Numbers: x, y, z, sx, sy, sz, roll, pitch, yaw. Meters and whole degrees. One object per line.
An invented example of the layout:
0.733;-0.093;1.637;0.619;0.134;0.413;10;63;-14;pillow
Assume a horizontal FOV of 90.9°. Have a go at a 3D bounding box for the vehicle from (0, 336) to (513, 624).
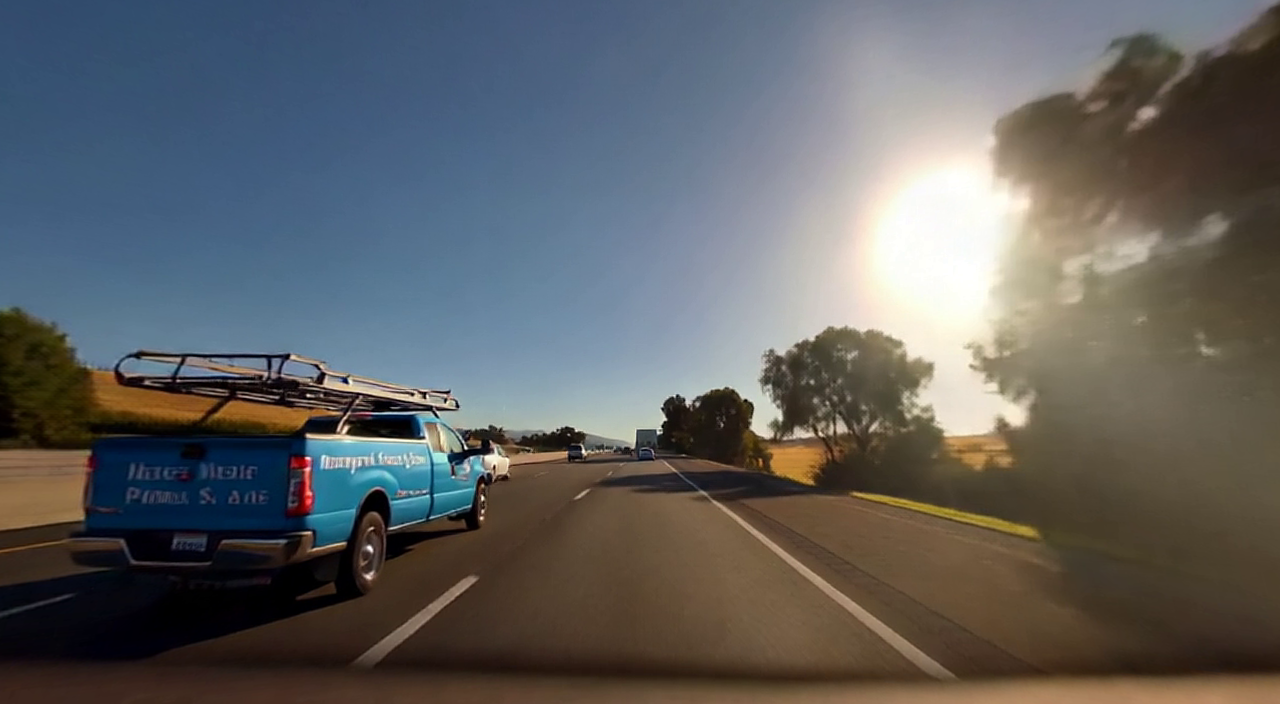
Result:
-3.859;1.517;8.551;2.791;2.330;6.725;0;-8;1;vehicle
